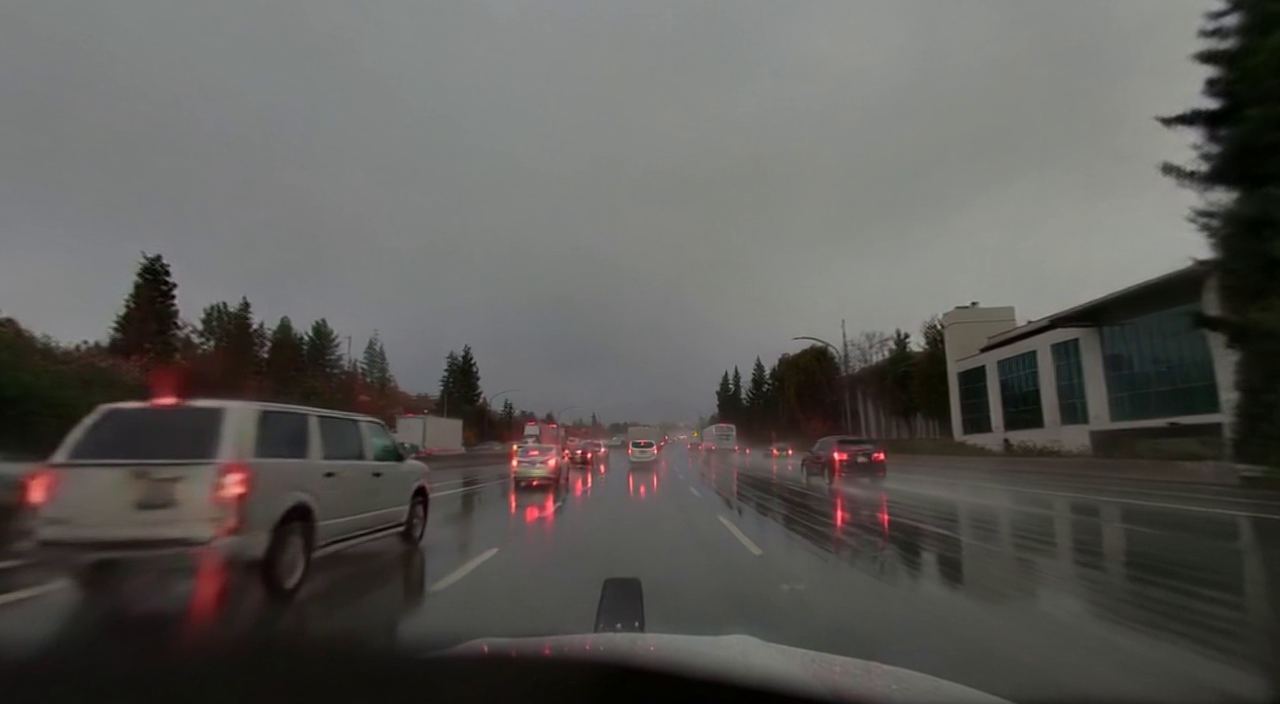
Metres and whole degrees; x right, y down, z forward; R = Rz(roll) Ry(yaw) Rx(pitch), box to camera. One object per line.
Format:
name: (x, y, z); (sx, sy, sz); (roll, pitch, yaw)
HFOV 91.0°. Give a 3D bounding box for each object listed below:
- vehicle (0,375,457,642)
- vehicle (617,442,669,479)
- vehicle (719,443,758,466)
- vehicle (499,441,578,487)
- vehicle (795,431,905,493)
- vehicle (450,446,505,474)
vehicle: (-3.570, 1.357, 6.419); (2.012, 1.734, 4.510); (0, -9, 0)
vehicle: (0.123, 4.639, 27.170); (2.053, 1.461, 3.941); (0, -9, 0)
vehicle: (6.544, 6.822, 42.023); (1.895, 1.488, 4.254); (0, -9, 0)
vehicle: (-3.472, 3.940, 22.417); (2.025, 1.449, 4.190); (0, -9, 1)
vehicle: (6.550, 3.477, 20.222); (1.992, 1.745, 4.329); (0, -9, -1)
vehicle: (-8.936, 5.949, 34.917); (1.827, 1.472, 3.962); (-1, -9, 3)
